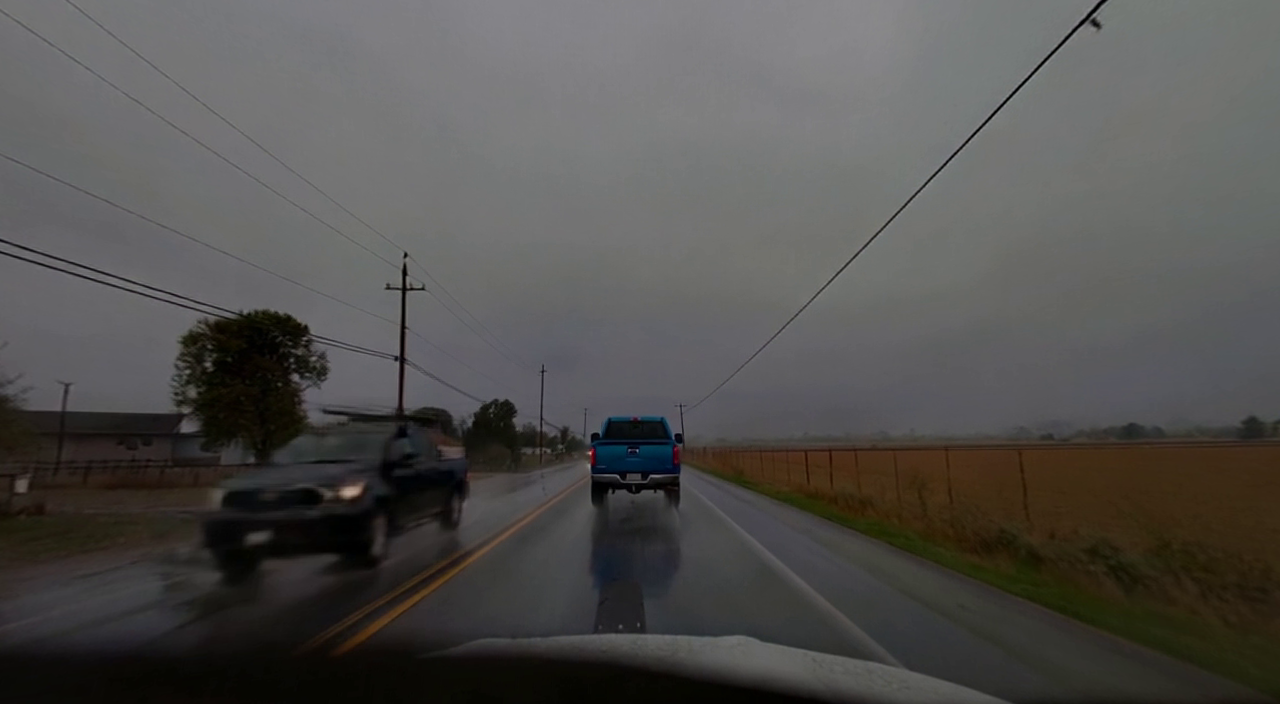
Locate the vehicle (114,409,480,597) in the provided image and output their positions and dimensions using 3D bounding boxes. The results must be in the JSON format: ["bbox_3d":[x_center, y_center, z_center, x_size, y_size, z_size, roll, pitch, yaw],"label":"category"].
[{"bbox_3d":[-3.817,1.764,8.347,2.122,1.729,4.783,0,-8,0],"label":"vehicle"}]

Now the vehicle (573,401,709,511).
[{"bbox_3d":[-0.054,2.770,17.255,2.912,2.320,7.292,0,-8,-1],"label":"vehicle"}]
